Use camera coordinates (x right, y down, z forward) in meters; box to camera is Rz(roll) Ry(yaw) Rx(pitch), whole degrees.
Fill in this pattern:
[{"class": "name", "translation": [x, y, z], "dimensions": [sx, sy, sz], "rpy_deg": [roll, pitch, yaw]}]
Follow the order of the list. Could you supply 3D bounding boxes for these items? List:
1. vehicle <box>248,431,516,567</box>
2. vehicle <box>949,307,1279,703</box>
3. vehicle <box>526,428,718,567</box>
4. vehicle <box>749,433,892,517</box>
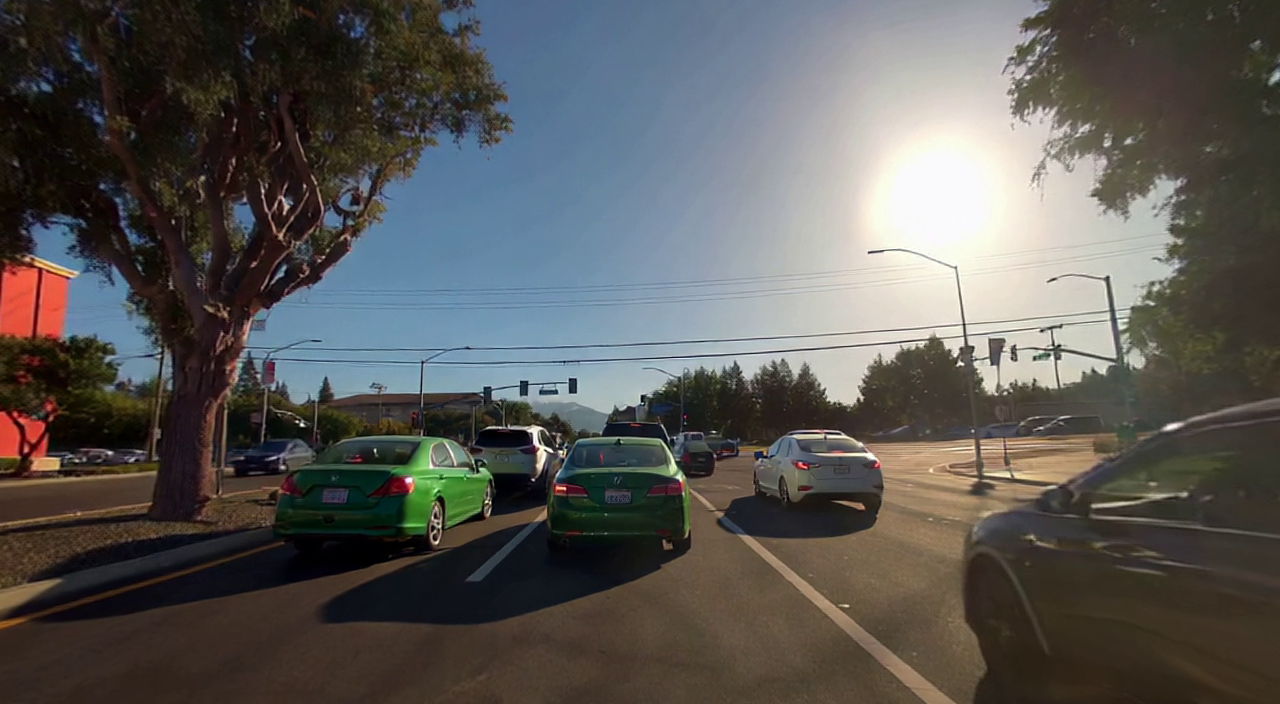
[{"class": "vehicle", "translation": [-3.203, 1.891, 8.937], "dimensions": [1.917, 1.441, 4.128], "rpy_deg": [-1, -8, 2]}, {"class": "vehicle", "translation": [2.963, 0.630, 1.278], "dimensions": [2.196, 1.676, 4.865], "rpy_deg": [0, -8, 0]}, {"class": "vehicle", "translation": [-0.202, 1.837, 8.706], "dimensions": [2.041, 1.450, 3.847], "rpy_deg": [0, -8, 0]}, {"class": "vehicle", "translation": [3.553, 2.478, 13.271], "dimensions": [1.880, 1.476, 3.932], "rpy_deg": [0, -8, 1]}]
